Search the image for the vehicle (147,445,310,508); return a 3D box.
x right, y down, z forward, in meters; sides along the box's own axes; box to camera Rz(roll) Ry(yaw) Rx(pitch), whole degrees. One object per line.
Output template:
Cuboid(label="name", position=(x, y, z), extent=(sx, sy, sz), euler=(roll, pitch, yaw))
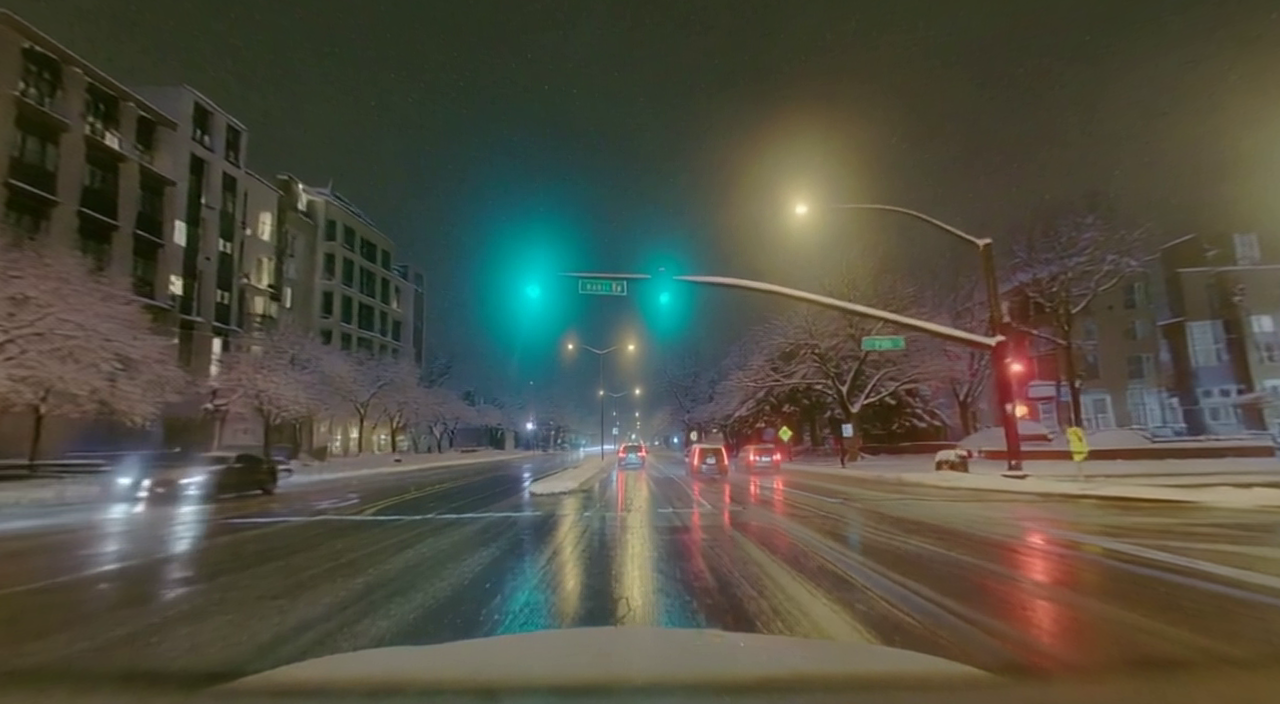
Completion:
Cuboid(label="vehicle", position=(-12.347, 3.718, 19.409), extent=(2.004, 1.669, 4.487), euler=(0, -8, 0))

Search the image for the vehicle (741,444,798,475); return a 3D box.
Cuboid(label="vehicle", position=(6.564, 5.472, 32.524), extent=(1.861, 1.473, 4.393), euler=(0, -8, -2))

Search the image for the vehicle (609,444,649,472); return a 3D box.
Cuboid(label="vehicle", position=(-0.642, 6.105, 36.639), extent=(2.143, 1.480, 4.006), euler=(0, -8, -1))

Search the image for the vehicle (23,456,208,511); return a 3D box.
Cuboid(label="vehicle", position=(-16.429, 4.092, 20.172), extent=(2.075, 1.465, 4.443), euler=(0, -8, 0))

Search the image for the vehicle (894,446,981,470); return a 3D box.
Cuboid(label="vehicle", position=(19.435, 6.941, 41.423), extent=(4.712, 1.460, 1.893), euler=(0, -9, -3))

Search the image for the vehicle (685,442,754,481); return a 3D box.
Cuboid(label="vehicle", position=(3.252, 4.604, 26.864), extent=(2.226, 1.490, 4.593), euler=(0, -8, -2))
